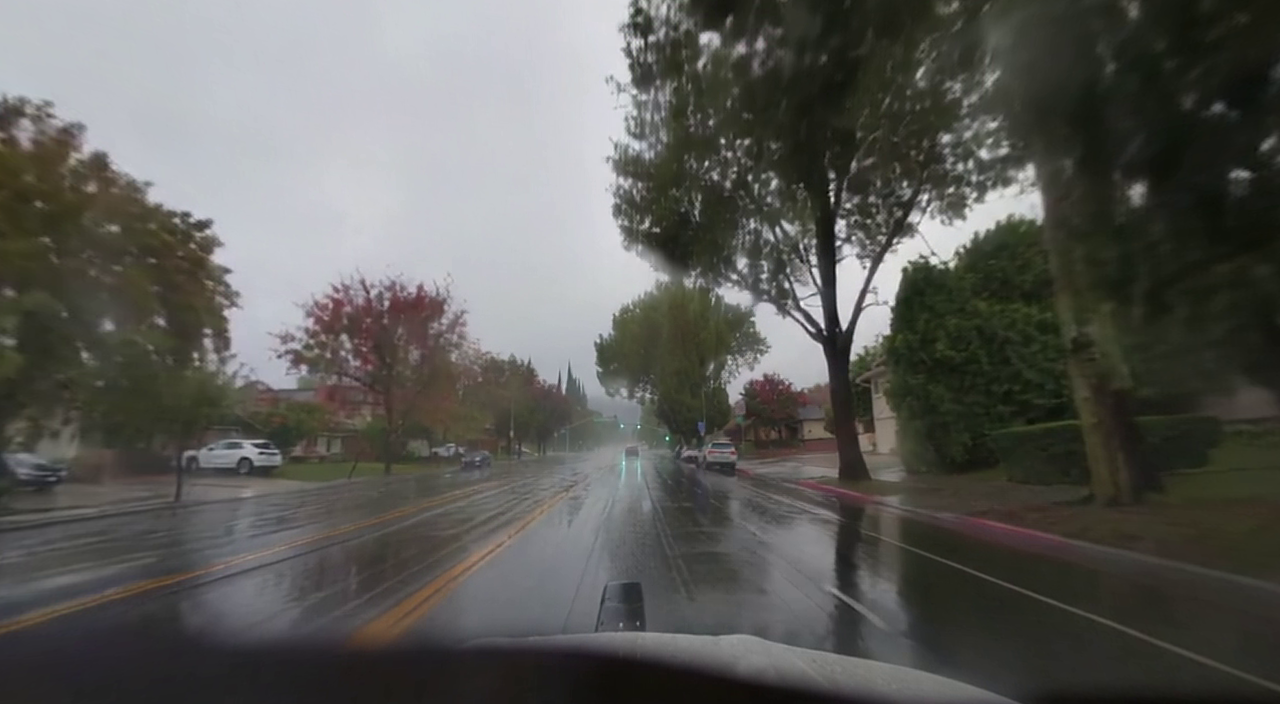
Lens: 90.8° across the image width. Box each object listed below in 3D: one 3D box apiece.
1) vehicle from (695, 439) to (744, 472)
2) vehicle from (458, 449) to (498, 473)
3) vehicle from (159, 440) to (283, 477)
[{"bbox_3d":[4.649,6.162,37.800,2.180,1.782,4.790,0,-8,-2],"label":"vehicle"},{"bbox_3d":[-12.444,8.368,48.857,1.939,1.537,4.197,-3,-7,0],"label":"vehicle"},{"bbox_3d":[-21.193,5.393,32.110,4.853,1.754,2.095,-1,-8,3],"label":"vehicle"}]
